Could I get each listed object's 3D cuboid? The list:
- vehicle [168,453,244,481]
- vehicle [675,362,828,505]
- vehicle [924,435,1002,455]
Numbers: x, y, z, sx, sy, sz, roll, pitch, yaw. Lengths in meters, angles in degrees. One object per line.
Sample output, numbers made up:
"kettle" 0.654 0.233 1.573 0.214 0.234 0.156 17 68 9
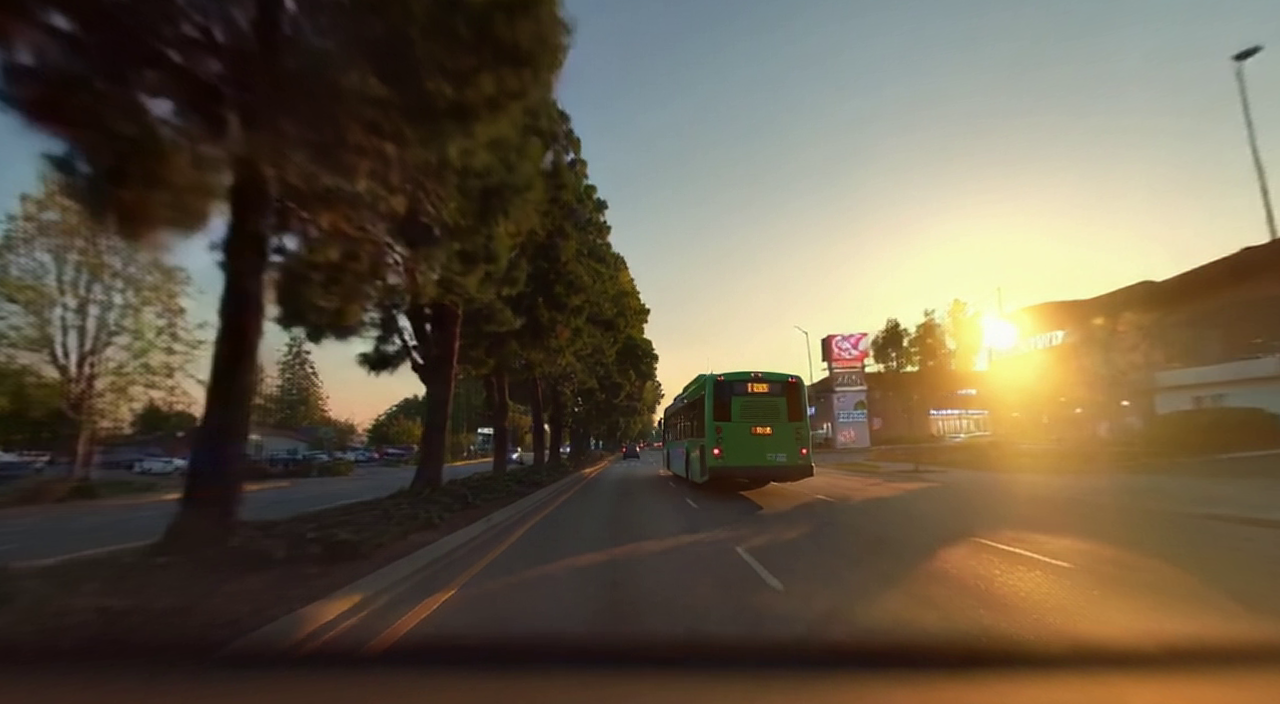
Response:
"vehicle" -32.142 8.502 46.818 2.119 1.714 4.993 -2 -8 0
"vehicle" 2.824 2.543 19.278 2.766 3.306 9.281 0 -8 -1
"vehicle" 23.854 6.876 46.591 4.659 1.434 1.900 -1 -8 2
